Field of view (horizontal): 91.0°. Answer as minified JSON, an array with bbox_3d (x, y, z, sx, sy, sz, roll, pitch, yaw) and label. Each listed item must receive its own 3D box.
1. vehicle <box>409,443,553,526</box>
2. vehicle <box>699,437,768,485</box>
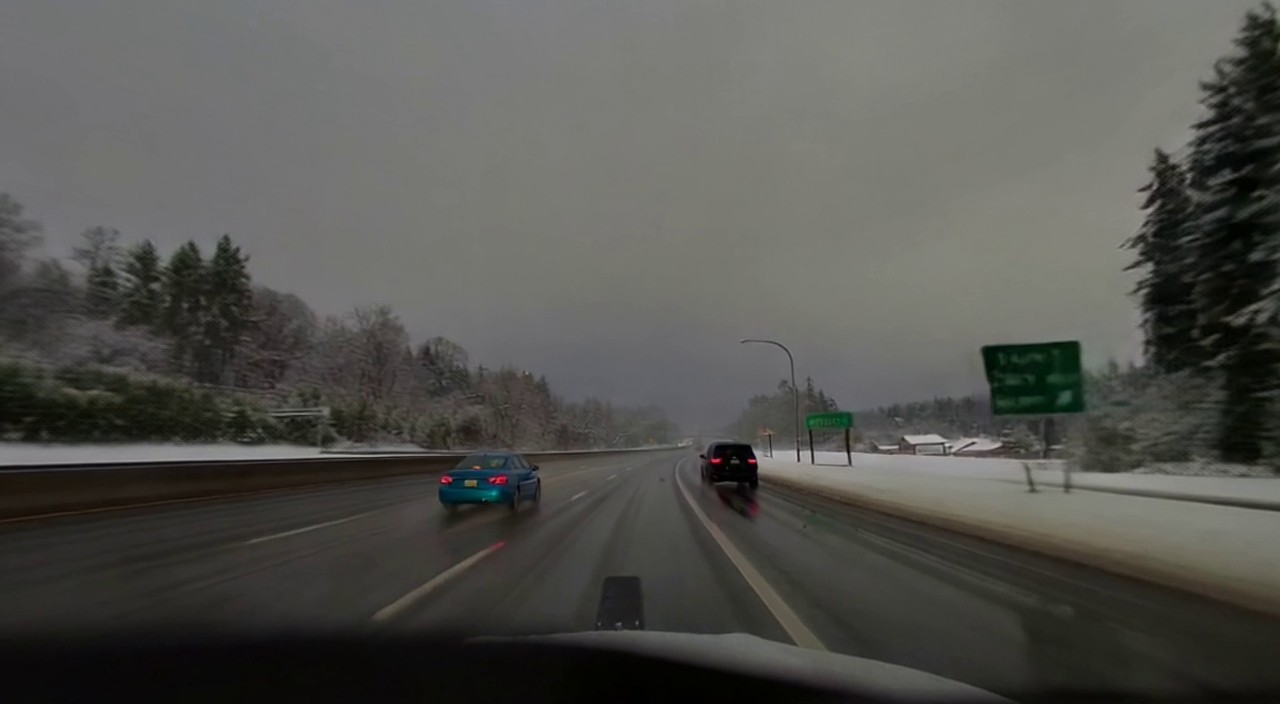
[{"bbox_3d":[-3.216,2.772,13.753,1.937,1.490,4.372,0,-9,1],"label":"vehicle"},{"bbox_3d":[3.835,4.589,26.665,2.225,1.833,4.340,0,-9,0],"label":"vehicle"}]
